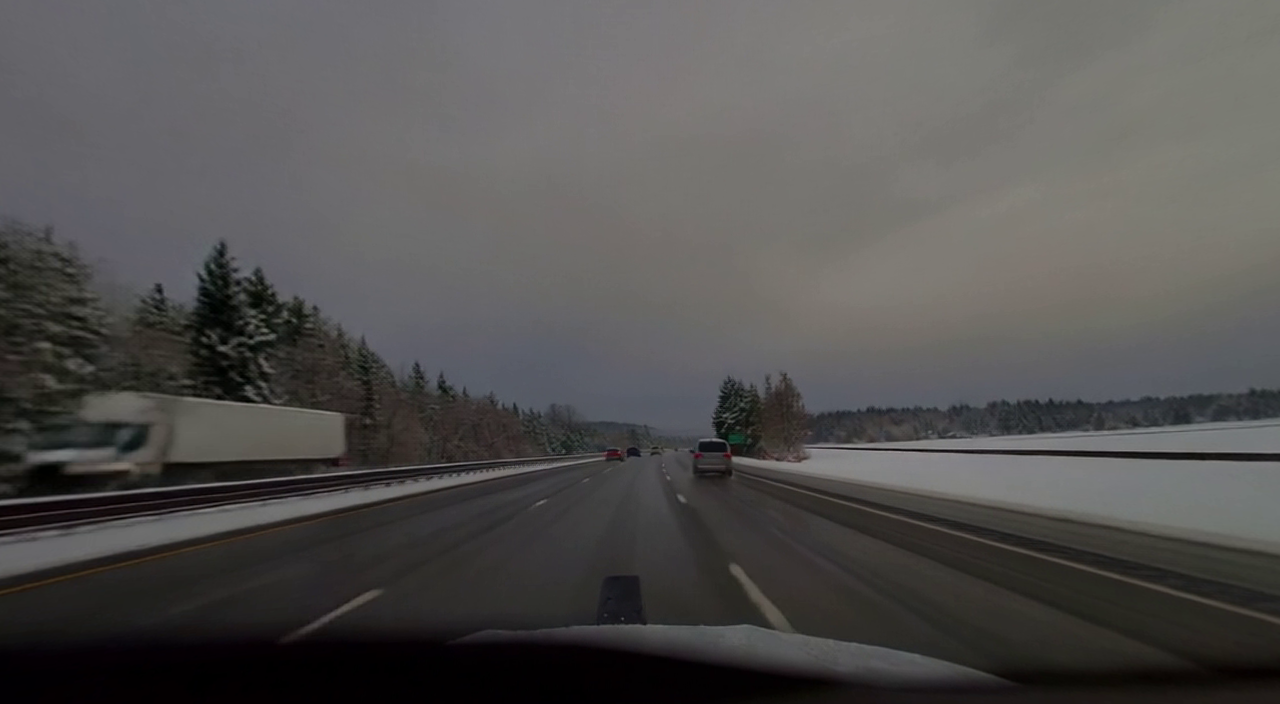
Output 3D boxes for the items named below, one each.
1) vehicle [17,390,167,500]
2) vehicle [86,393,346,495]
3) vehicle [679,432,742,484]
[{"bbox_3d":[-20.202,3.448,23.417,2.917,3.843,2.501,0,-9,1],"label":"vehicle"},{"bbox_3d":[-19.987,4.723,31.923,2.877,3.982,14.343,0,-9,1],"label":"vehicle"},{"bbox_3d":[2.936,4.575,27.363,2.219,2.033,4.911,0,-9,1],"label":"vehicle"}]
